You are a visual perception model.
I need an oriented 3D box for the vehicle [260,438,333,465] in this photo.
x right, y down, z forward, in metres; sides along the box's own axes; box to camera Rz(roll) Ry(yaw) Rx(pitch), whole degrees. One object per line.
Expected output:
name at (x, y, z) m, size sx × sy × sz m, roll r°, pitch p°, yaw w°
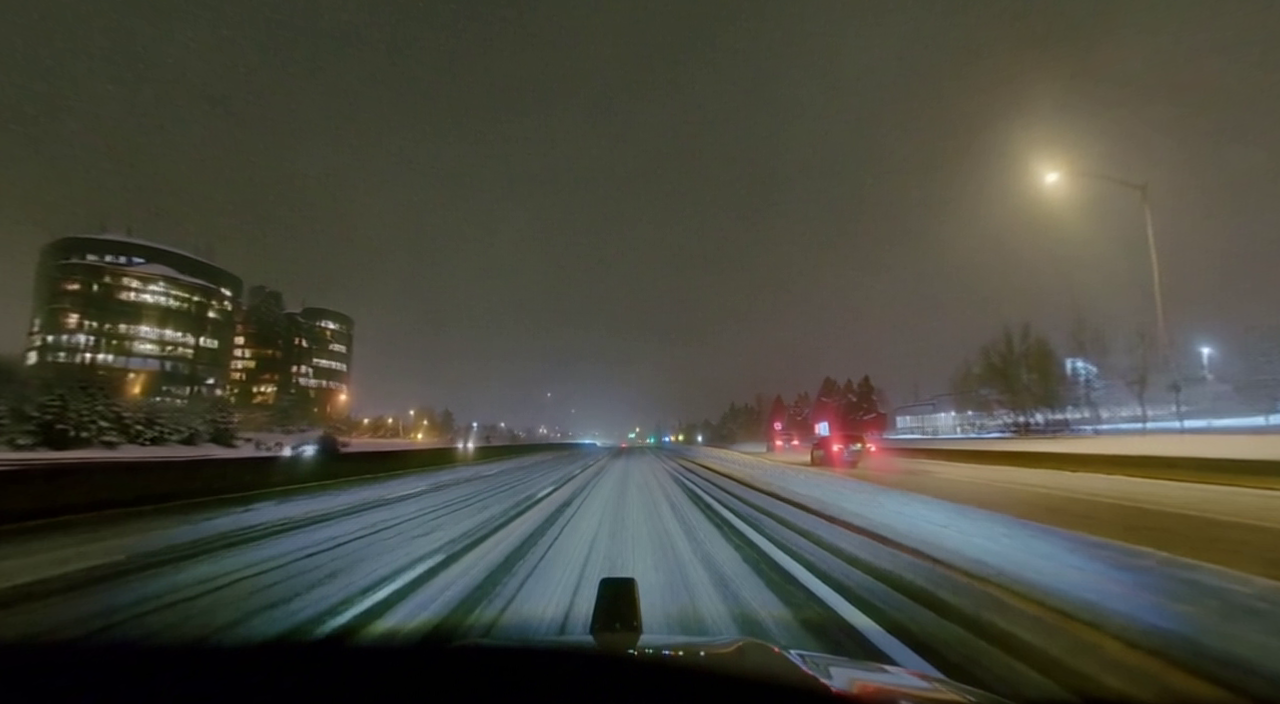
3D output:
vehicle at (-21.334, 6.189, 39.268) m, size 1.948 × 1.556 × 4.487 m, roll 0°, pitch -8°, yaw 1°
